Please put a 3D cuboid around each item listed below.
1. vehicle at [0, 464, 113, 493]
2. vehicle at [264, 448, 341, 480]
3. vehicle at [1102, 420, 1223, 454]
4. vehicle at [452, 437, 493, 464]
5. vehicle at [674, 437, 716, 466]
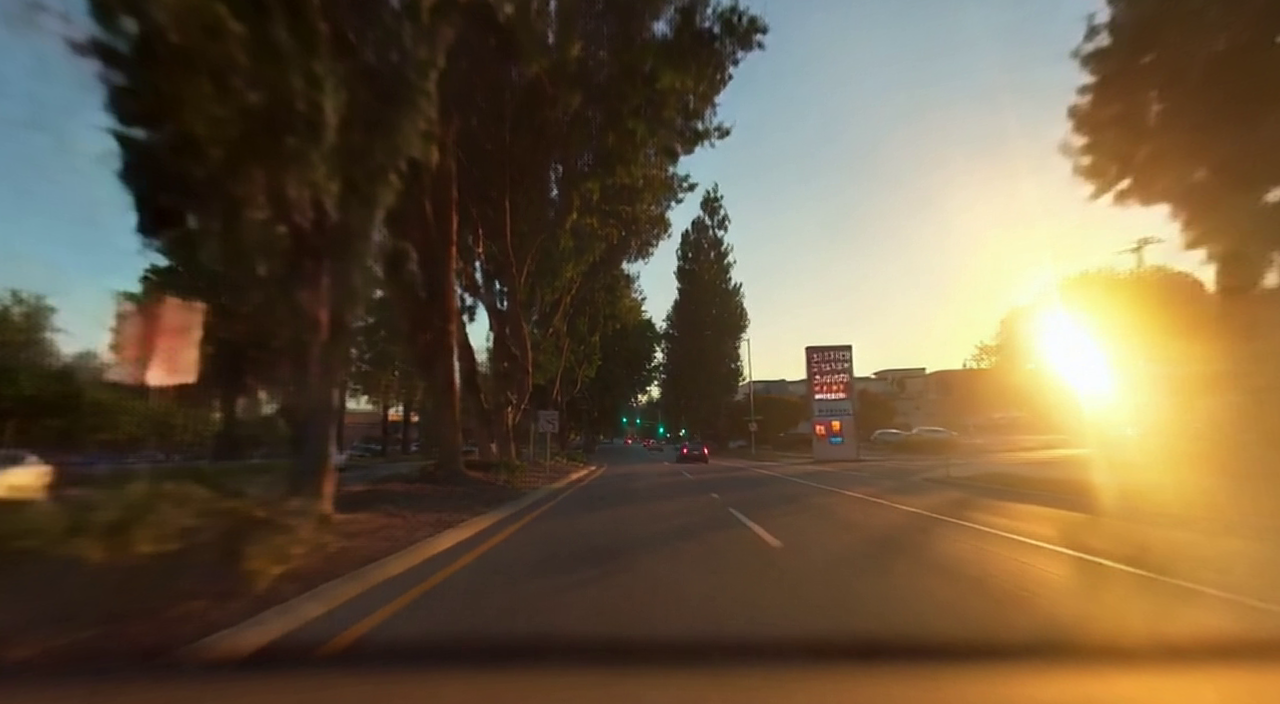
[{"bbox_3d":[-32.010,6.917,34.618,4.350,1.465,1.922,1,-8,-7],"label":"vehicle"},{"bbox_3d":[-18.542,6.138,34.963,1.827,1.546,4.506,0,-8,-1],"label":"vehicle"},{"bbox_3d":[30.963,5.057,37.544,5.373,1.958,2.152,0,-8,-3],"label":"vehicle"},{"bbox_3d":[-11.908,7.012,45.221,1.953,1.761,4.702,1,-8,-4],"label":"vehicle"},{"bbox_3d":[3.162,5.859,37.339,1.961,1.580,4.020,0,-8,-2],"label":"vehicle"}]
